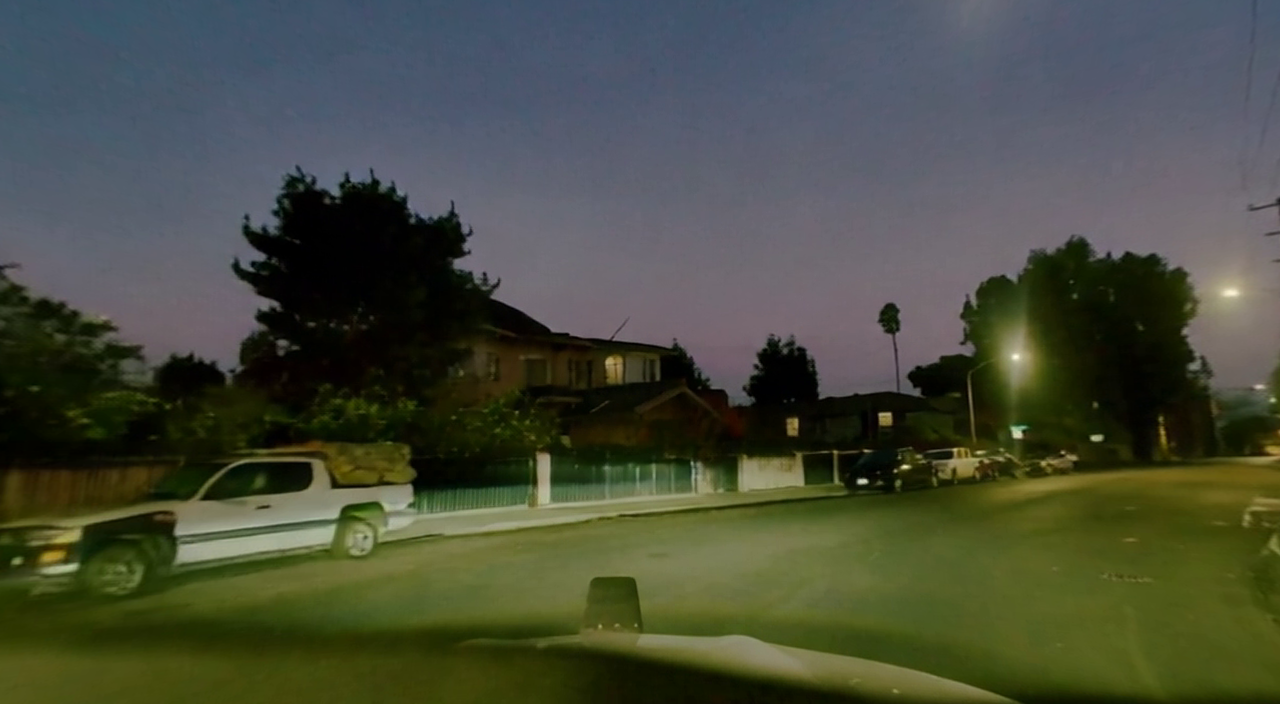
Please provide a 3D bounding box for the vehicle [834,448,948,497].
[{"bbox_3d":[8.733,4.057,21.745,1.930,1.478,4.731,-8,-12,43],"label":"vehicle"}]

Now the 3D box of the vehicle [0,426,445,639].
[{"bbox_3d":[-4.532,1.674,7.042,2.082,1.547,4.217,-5,-10,28],"label":"vehicle"}]

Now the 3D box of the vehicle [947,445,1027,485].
[{"bbox_3d":[16.010,5.141,29.051,4.221,1.673,1.918,8,-12,-44],"label":"vehicle"}]
